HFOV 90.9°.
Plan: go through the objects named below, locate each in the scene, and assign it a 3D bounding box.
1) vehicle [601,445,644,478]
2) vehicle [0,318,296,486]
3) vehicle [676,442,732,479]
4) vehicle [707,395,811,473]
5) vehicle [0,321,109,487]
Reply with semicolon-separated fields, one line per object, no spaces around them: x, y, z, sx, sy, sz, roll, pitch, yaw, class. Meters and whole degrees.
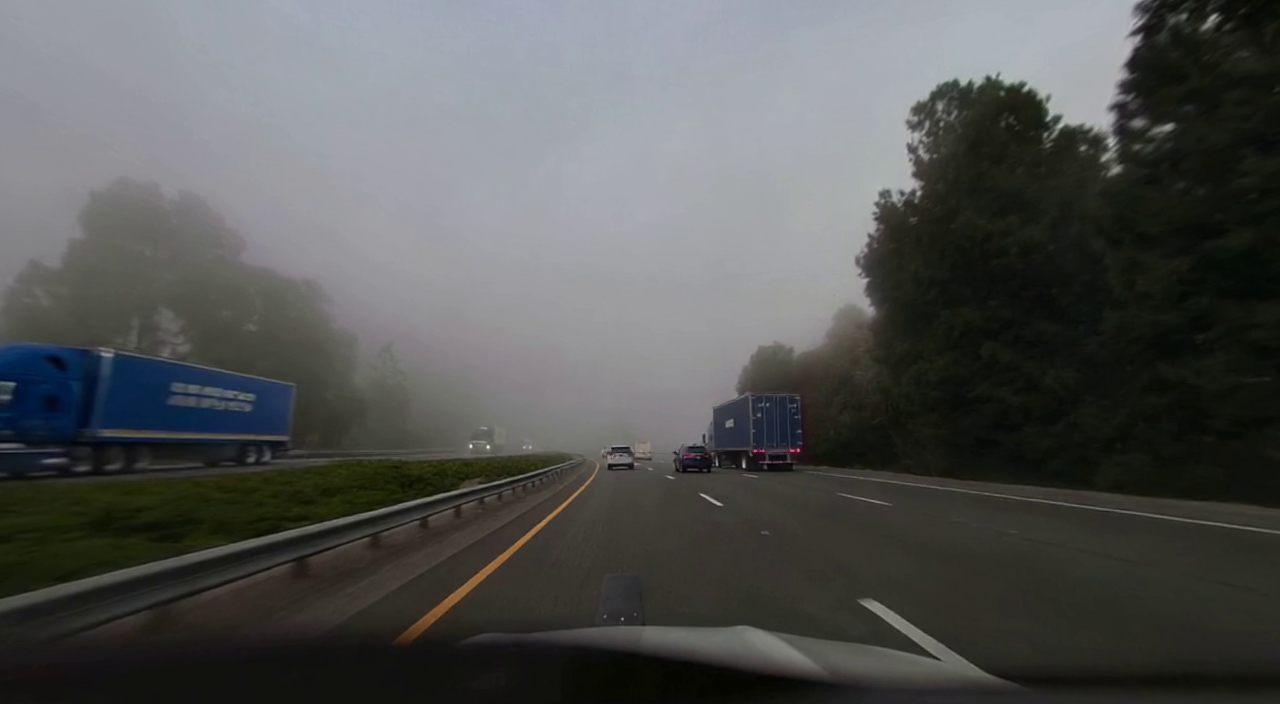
-0.890;5.506;31.848;2.050;1.534;3.771;0;-9;-2;vehicle
-17.145;2.255;21.851;2.843;4.028;14.083;0;-9;-1;vehicle
2.918;5.051;29.531;2.013;1.623;3.916;0;-9;-3;vehicle
6.861;5.319;39.497;2.965;3.990;14.227;1;-9;-3;vehicle
-16.944;1.243;15.149;2.955;3.956;5.855;0;-9;-1;vehicle
